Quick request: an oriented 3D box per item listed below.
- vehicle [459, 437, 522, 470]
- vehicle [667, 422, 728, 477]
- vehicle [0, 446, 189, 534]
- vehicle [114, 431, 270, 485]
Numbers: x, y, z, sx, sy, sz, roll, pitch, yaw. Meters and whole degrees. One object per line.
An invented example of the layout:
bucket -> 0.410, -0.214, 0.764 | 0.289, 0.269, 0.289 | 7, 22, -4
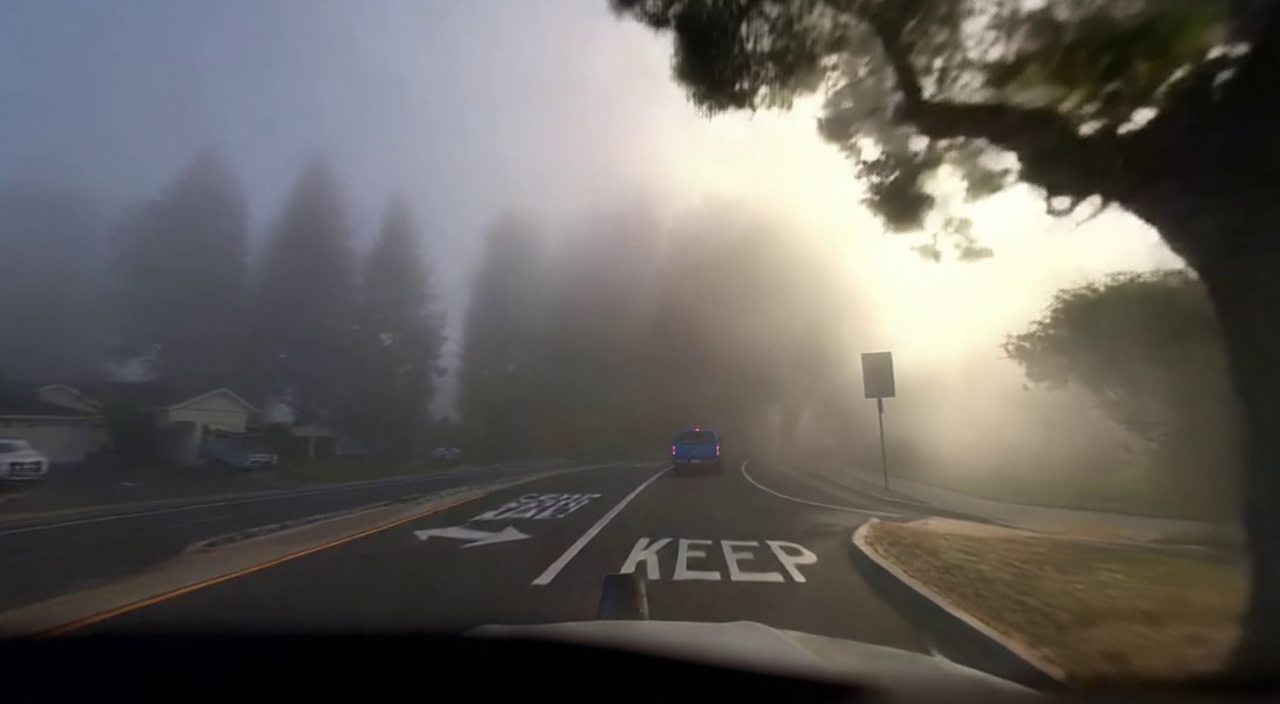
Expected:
vehicle -> -9.251, 6.314, 39.602 | 2.053, 1.822, 4.852 | -3, -7, 11
vehicle -> 2.385, 3.853, 25.059 | 2.153, 1.942, 4.767 | -1, -8, 8
vehicle -> -12.753, 2.949, 14.080 | 1.873, 1.508, 4.483 | -2, -7, 4
vehicle -> -19.857, 4.694, 28.203 | 5.208, 1.960, 2.385 | -3, -8, 0
